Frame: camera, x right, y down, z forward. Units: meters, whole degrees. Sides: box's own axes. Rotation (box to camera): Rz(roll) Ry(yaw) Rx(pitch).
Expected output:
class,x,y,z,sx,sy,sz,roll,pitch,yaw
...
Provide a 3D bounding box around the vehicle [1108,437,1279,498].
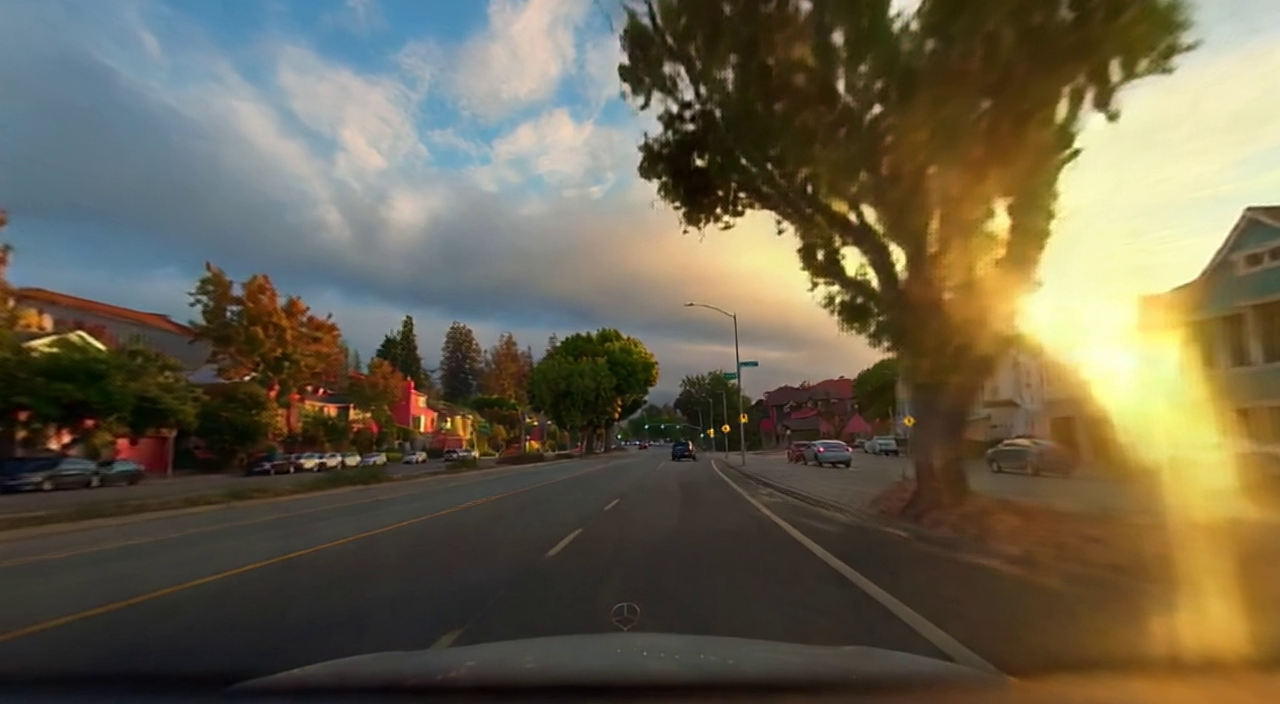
class,x,y,z,sx,sy,sz,roll,pitch,yaw
vehicle,16.355,3.276,18.401,1.945,1.531,4.589,0,-8,0

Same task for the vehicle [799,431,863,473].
class,x,y,z,sx,sy,sz,roll,pitch,yaw
vehicle,10.121,5.443,33.867,1.923,1.741,4.683,-4,-13,0

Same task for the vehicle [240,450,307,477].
class,x,y,z,sx,sy,sz,roll,pitch,yaw
vehicle,-26.703,8.187,46.206,1.983,1.691,4.336,-4,-13,4

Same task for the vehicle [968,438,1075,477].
class,x,y,z,sx,sy,sz,roll,pitch,yaw
vehicle,16.497,4.564,27.638,1.940,1.556,4.542,-1,-8,2

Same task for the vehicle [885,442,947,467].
class,x,y,z,sx,sy,sz,roll,pitch,yaw
vehicle,17.341,6.446,39.940,1.969,1.465,4.930,-1,-8,4

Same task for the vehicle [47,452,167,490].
class,x,y,z,sx,sy,sz,roll,pitch,yaw
vehicle,-27.799,6.200,33.211,2.032,1.799,4.636,-1,-8,4

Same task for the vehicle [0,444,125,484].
class,x,y,z,sx,sy,sz,roll,pitch,yaw
vehicle,-33.329,6.334,35.979,5.871,2.184,2.518,-1,-8,5
